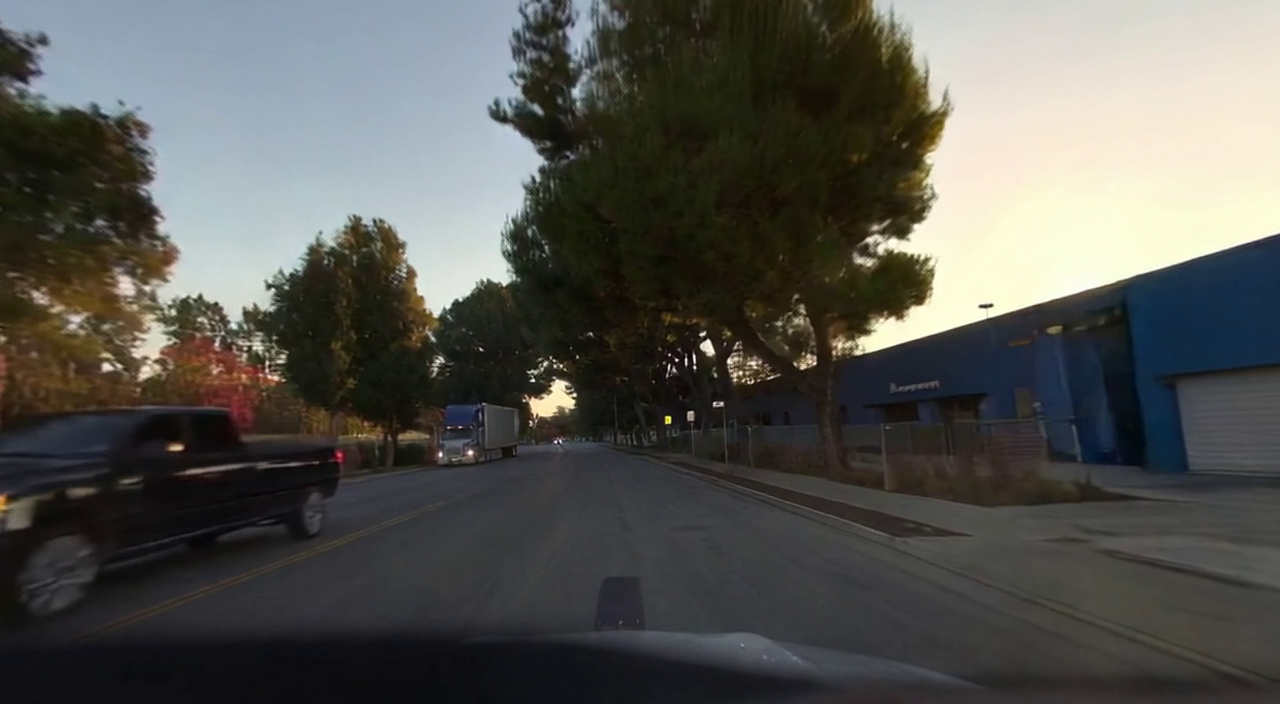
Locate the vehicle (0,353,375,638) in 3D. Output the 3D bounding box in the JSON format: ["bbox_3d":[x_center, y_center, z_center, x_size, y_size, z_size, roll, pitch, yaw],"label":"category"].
[{"bbox_3d":[-6.067,1.548,7.949,2.770,2.135,6.329,-1,-8,0],"label":"vehicle"}]

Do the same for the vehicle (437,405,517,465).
[{"bbox_3d":[-12.099,6.496,48.449,3.122,3.985,12.515,0,-9,-2],"label":"vehicle"}]
